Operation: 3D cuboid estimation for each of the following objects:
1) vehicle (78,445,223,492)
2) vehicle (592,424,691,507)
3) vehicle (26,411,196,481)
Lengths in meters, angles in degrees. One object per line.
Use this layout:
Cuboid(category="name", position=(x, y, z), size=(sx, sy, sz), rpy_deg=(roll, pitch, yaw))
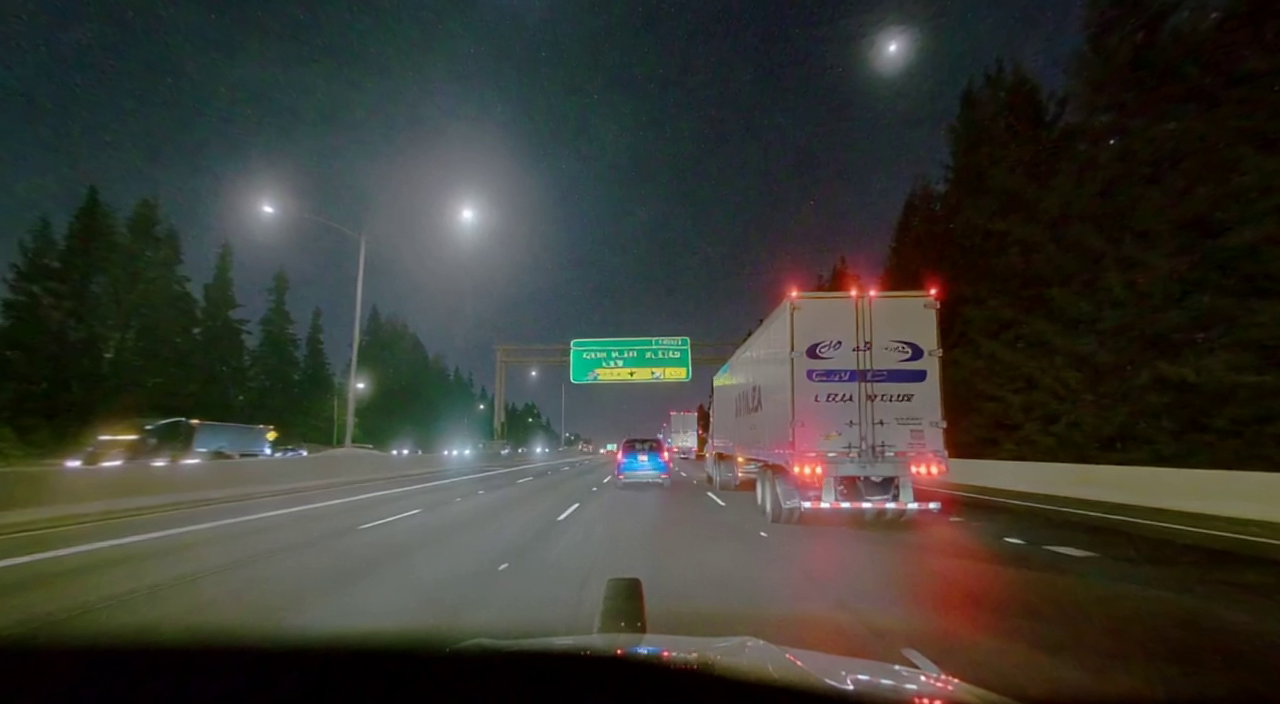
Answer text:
Cuboid(category="vehicle", position=(-18.893, 4.464, 24.563), size=(1.946, 1.631, 4.494), rpy_deg=(0, -8, 1))
Cuboid(category="vehicle", position=(0.066, 2.687, 15.231), size=(2.054, 1.706, 4.201), rpy_deg=(0, -8, 1))
Cuboid(category="vehicle", position=(-33.112, 5.983, 39.992), size=(3.000, 3.951, 8.603), rpy_deg=(0, -8, 2))
